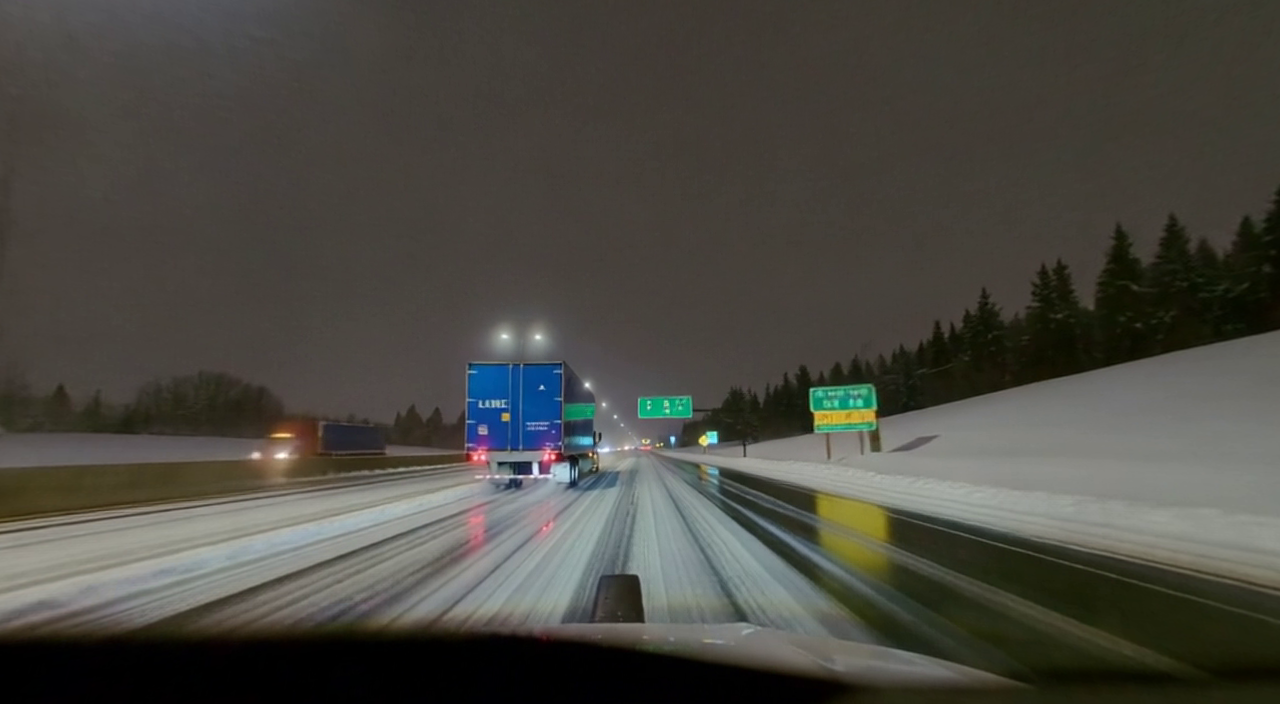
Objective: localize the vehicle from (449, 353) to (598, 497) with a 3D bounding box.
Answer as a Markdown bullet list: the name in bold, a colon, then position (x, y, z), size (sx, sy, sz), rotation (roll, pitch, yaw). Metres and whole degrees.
- **vehicle**: position (-3.566, 2.828, 22.967), size (3.059, 3.956, 11.036), rotation (0, -9, 1)
